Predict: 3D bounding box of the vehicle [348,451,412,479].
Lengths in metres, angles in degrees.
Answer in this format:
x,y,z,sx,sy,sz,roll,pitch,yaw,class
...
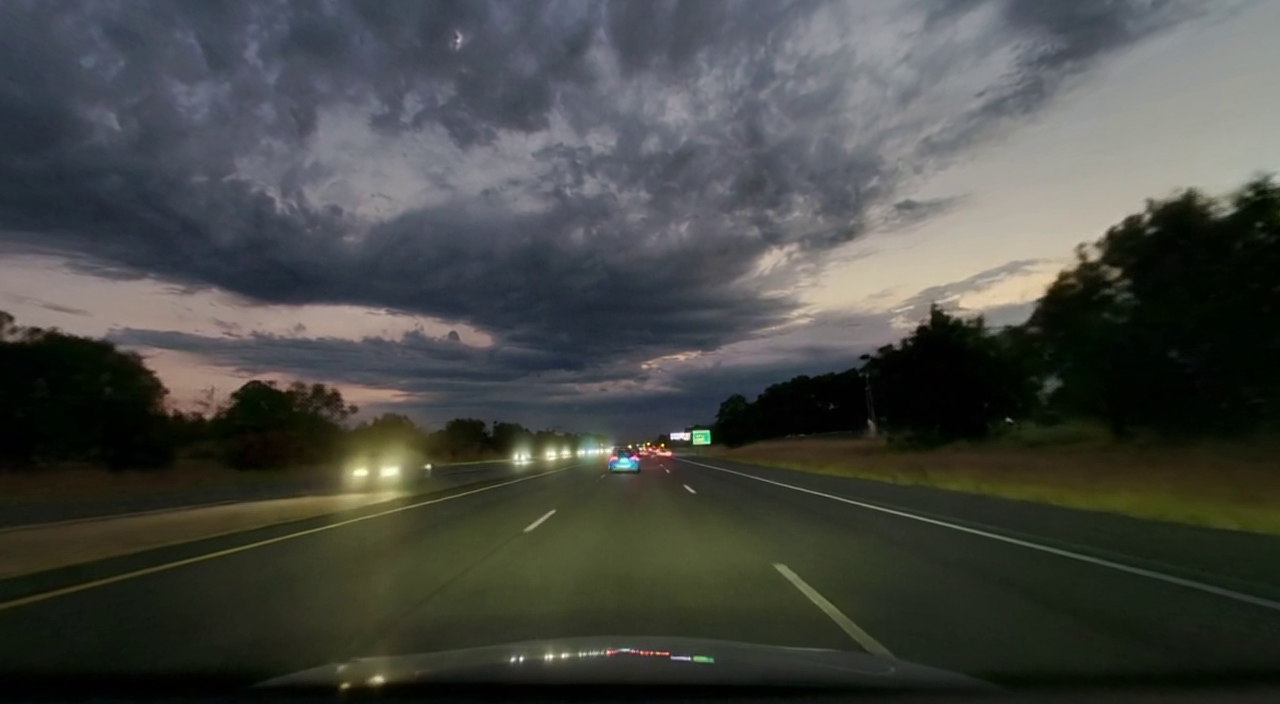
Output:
x,y,z,sx,sy,sz,roll,pitch,yaw,class
-15.154,6.590,37.014,1.781,1.535,4.735,0,-9,0,vehicle

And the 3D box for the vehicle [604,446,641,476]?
x,y,z,sx,sy,sz,roll,pitch,yaw,class
-0.936,6.015,34.937,1.916,1.494,4.335,0,-9,0,vehicle
